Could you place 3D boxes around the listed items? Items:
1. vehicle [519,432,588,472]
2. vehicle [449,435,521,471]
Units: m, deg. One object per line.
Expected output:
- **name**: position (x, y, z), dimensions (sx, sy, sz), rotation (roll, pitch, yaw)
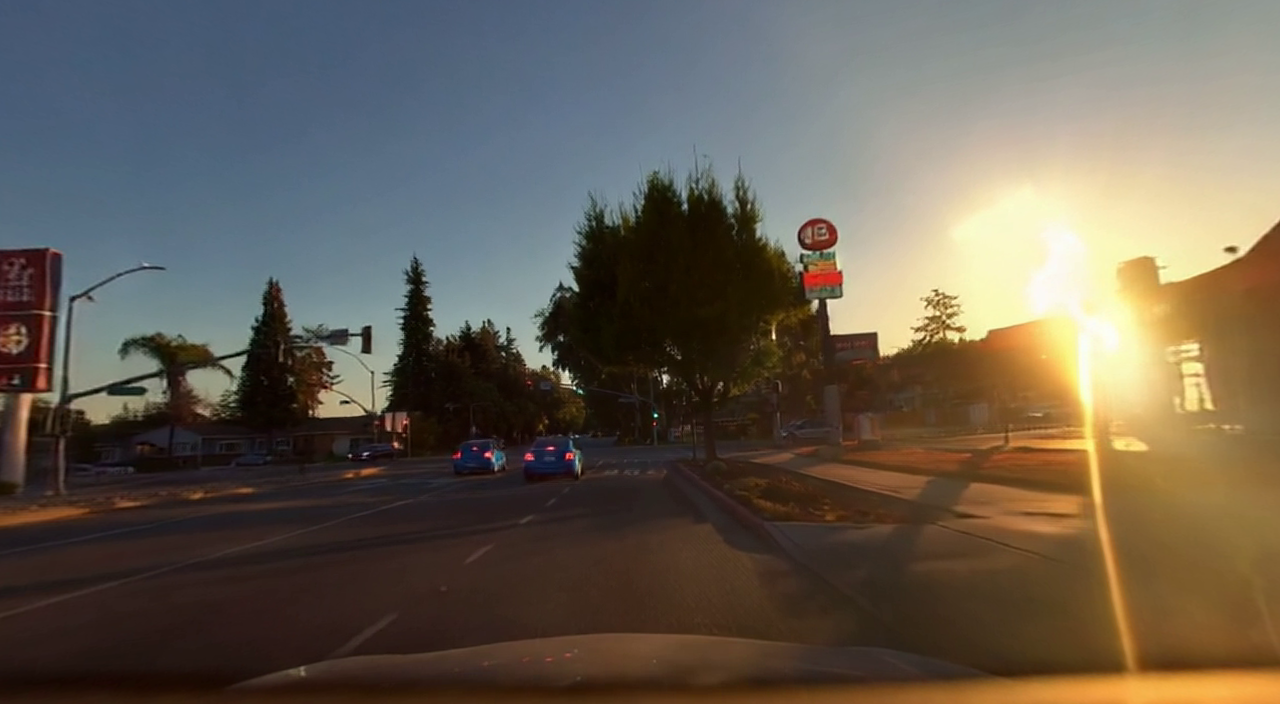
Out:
- **vehicle**: position (-3.371, 4.031, 25.642), dimensions (2.054, 1.449, 4.772), rotation (0, -8, 1)
- **vehicle**: position (-6.682, 4.411, 27.685), dimensions (1.966, 1.439, 4.161), rotation (0, -8, 2)
